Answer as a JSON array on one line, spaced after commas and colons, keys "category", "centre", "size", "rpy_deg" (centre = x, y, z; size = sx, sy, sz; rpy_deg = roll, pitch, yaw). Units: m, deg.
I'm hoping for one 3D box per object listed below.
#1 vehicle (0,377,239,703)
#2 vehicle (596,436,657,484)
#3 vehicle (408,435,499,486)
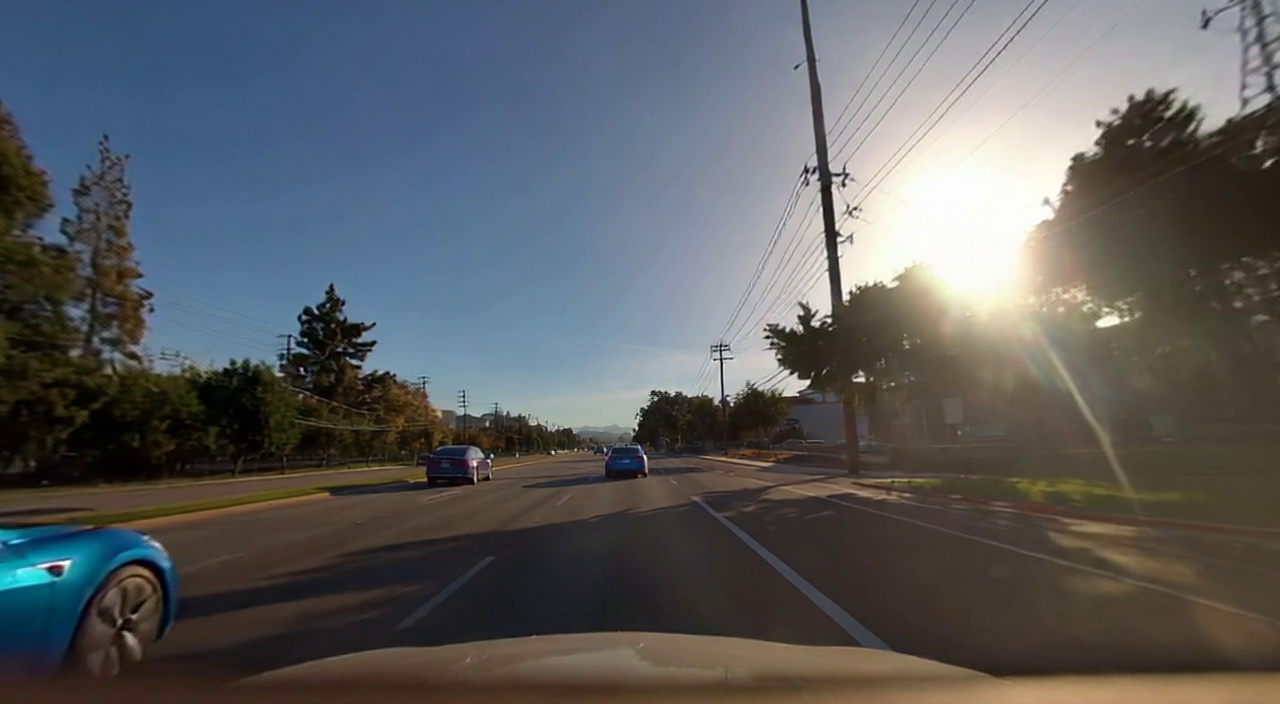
[{"category": "vehicle", "centre": [-3.714, 0.791, 1.777], "size": [1.985, 1.607, 4.892], "rpy_deg": [0, -8, -1]}, {"category": "vehicle", "centre": [-0.494, 4.175, 24.689], "size": [2.189, 1.652, 4.135], "rpy_deg": [0, -8, 0]}, {"category": "vehicle", "centre": [-7.262, 4.263, 25.193], "size": [2.203, 1.819, 4.547], "rpy_deg": [-1, -8, 0]}]
